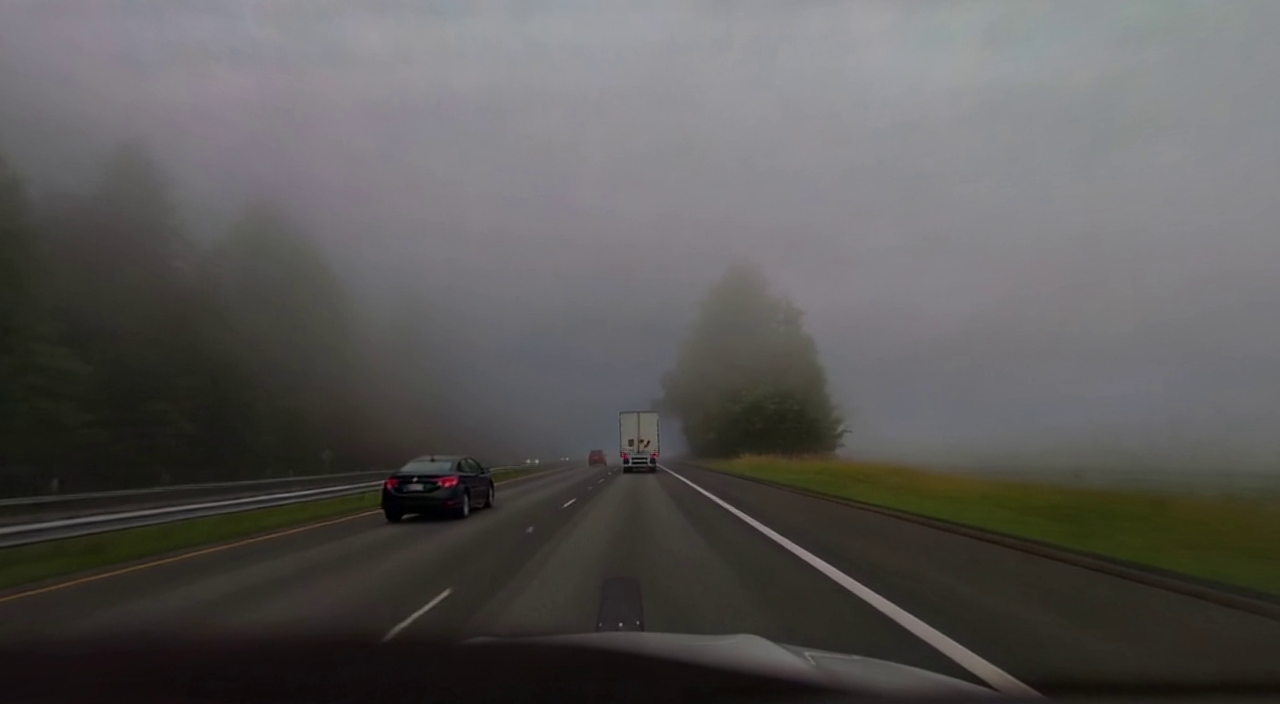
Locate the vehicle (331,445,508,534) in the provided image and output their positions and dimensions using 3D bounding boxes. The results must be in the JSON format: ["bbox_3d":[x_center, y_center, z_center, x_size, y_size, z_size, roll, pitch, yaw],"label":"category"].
[{"bbox_3d":[-4.088,2.609,12.583,1.968,1.460,4.227,0,-9,1],"label":"vehicle"}]
